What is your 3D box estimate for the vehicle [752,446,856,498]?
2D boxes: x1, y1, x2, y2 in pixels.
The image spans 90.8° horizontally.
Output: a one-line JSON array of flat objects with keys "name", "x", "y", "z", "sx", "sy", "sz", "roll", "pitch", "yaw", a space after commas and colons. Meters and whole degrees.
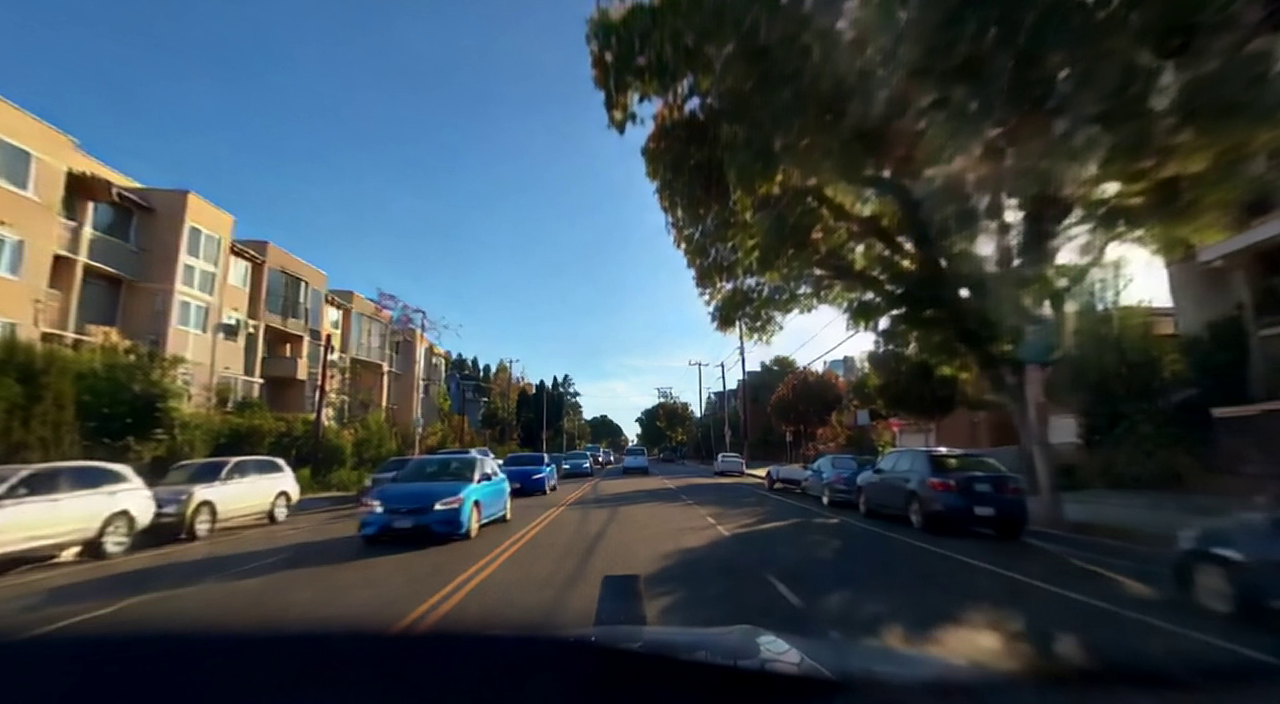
[{"name": "vehicle", "x": 6.098, "y": 4.529, "z": 24.477, "sx": 2.350, "sy": 1.706, "sz": 5.901, "roll": 0, "pitch": -8, "yaw": -1}]

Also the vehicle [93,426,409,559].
[{"name": "vehicle", "x": -6.348, "y": 2.325, "z": 11.333, "sx": 2.451, "sy": 1.823, "sz": 4.900, "roll": 0, "pitch": -8, "yaw": 1}]

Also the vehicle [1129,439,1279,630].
[{"name": "vehicle", "x": 6.223, "y": 1.389, "z": 4.459, "sx": 1.964, "sy": 1.550, "sz": 4.424, "roll": 0, "pitch": -8, "yaw": 0}]

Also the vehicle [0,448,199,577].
[{"name": "vehicle", "x": -9.453, "y": 2.342, "z": 9.812, "sx": 1.950, "sy": 1.668, "sz": 4.552, "roll": 0, "pitch": -8, "yaw": -1}]

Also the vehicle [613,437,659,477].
[{"name": "vehicle", "x": -0.158, "y": 5.551, "z": 33.901, "sx": 2.308, "sy": 1.940, "sz": 4.125, "roll": -1, "pitch": -7, "yaw": 1}]

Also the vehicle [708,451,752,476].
[{"name": "vehicle", "x": 5.796, "y": 7.214, "z": 41.126, "sx": 1.943, "sy": 1.490, "sz": 4.783, "roll": 0, "pitch": -8, "yaw": -3}]

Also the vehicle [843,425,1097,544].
[{"name": "vehicle", "x": 6.163, "y": 2.513, "z": 12.775, "sx": 2.211, "sy": 1.884, "sz": 5.031, "roll": 0, "pitch": -8, "yaw": -3}]

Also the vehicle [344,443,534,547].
[{"name": "vehicle", "x": -3.310, "y": 2.415, "z": 11.457, "sx": 1.972, "sy": 1.498, "sz": 4.304, "roll": 0, "pitch": -8, "yaw": 1}]
